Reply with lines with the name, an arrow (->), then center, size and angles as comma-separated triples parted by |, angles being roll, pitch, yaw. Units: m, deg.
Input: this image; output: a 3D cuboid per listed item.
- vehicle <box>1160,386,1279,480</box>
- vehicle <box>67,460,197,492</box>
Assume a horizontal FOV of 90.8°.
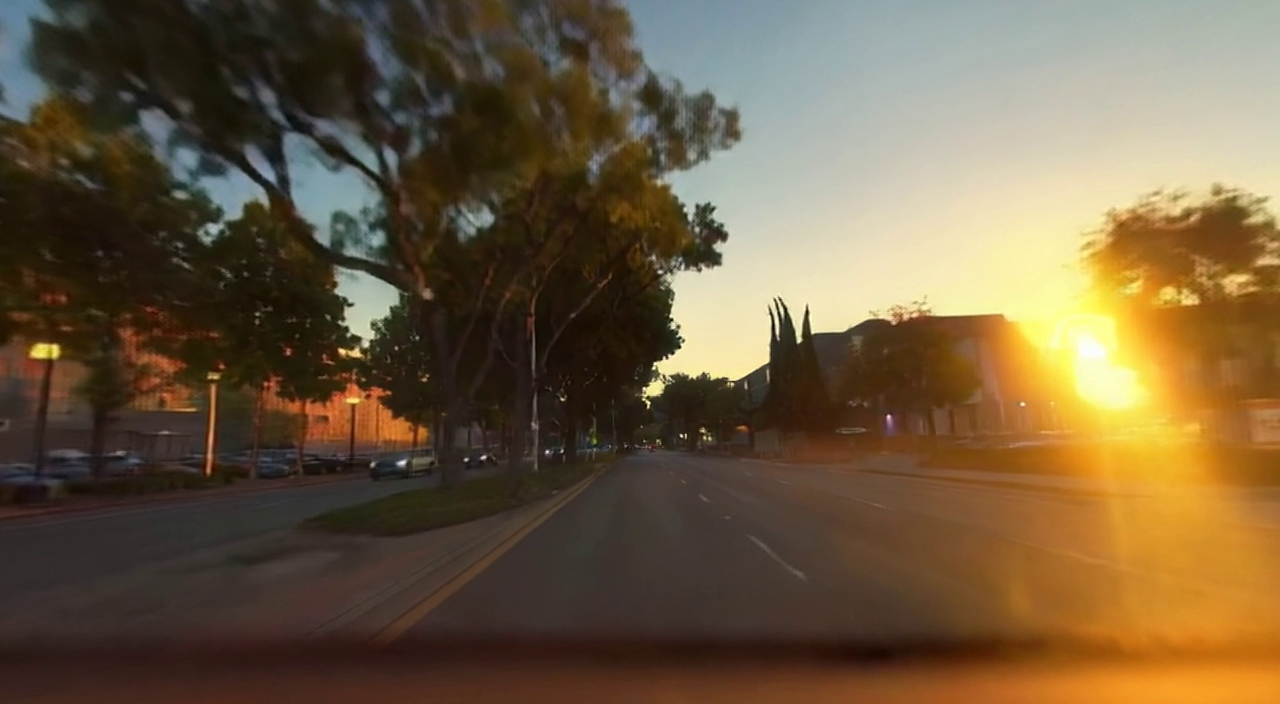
vehicle -> 25.640, 3.358, 25.814 | 2.718, 3.538, 7.077 | 0, -9, 2
vehicle -> -26.371, 6.419, 33.039 | 4.810, 1.465, 2.056 | 3, -9, -22
